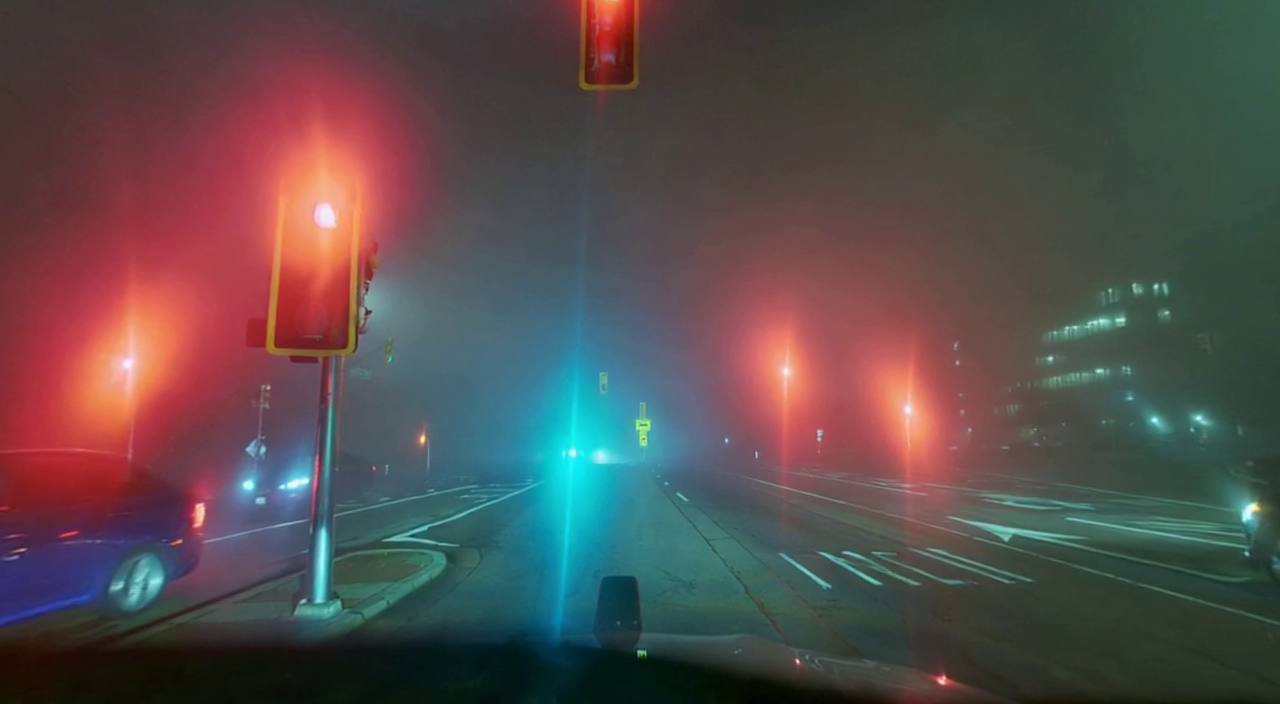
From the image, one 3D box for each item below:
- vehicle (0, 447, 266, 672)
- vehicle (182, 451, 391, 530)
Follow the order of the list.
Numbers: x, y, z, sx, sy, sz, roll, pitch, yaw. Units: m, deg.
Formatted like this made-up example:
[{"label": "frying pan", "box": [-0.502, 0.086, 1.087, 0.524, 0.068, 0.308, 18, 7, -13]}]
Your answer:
[{"label": "vehicle", "box": [-5.407, 1.514, 4.764, 1.943, 1.553, 4.571, -1, -9, 6]}, {"label": "vehicle", "box": [-8.383, 3.269, 15.466, 1.970, 1.578, 4.470, -2, -9, 11]}]
